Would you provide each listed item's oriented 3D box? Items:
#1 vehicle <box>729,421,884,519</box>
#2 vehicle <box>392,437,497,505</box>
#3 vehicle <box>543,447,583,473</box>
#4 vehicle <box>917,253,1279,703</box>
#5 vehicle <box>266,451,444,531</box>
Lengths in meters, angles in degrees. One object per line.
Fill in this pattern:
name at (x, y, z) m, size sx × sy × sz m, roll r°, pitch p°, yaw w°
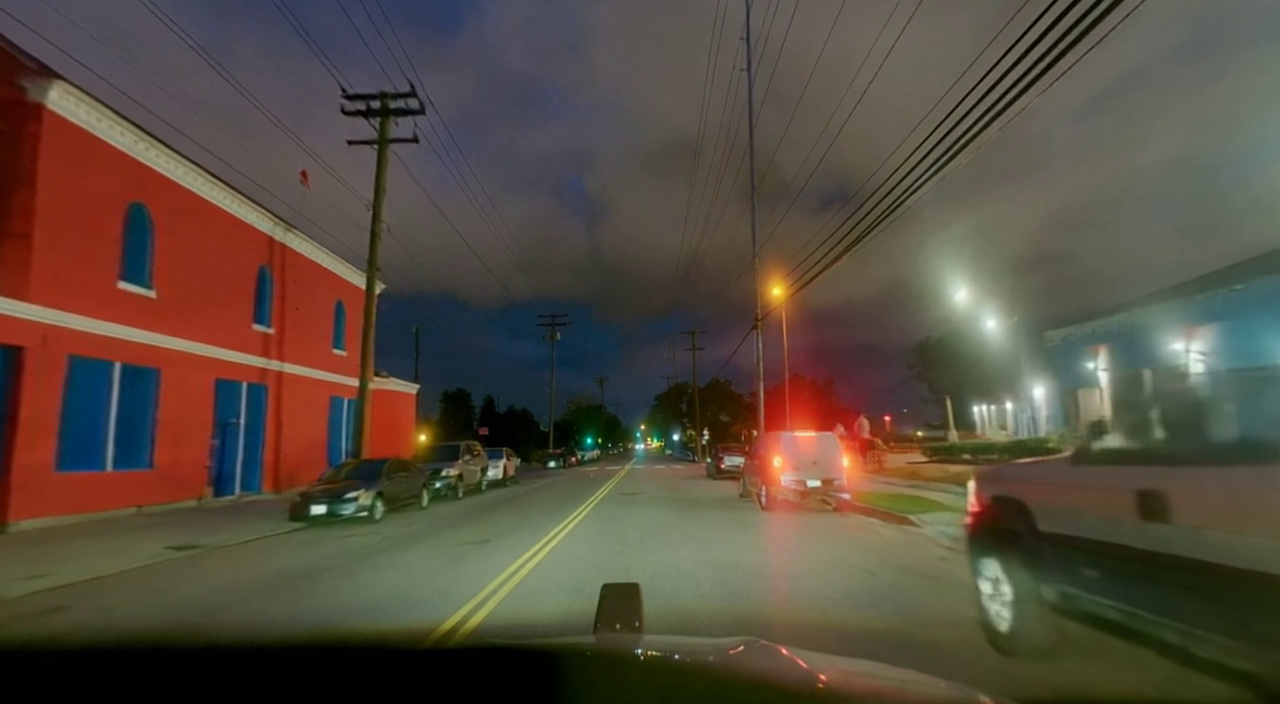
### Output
vehicle at (3.478, 2.586, 14.310) m, size 2.182 × 1.824 × 4.622 m, roll 0°, pitch -9°, yaw -1°
vehicle at (-6.058, 3.705, 20.140) m, size 1.983 × 1.809 × 4.503 m, roll -2°, pitch -9°, yaw -1°
vehicle at (-5.390, 7.578, 44.540) m, size 1.910 × 1.488 × 3.999 m, roll -5°, pitch -7°, yaw 5°
vehicle at (3.321, 0.730, 2.539) m, size 2.263 × 1.996 × 4.870 m, roll 0°, pitch -9°, yaw 1°
vehicle at (-6.163, 3.020, 14.364) m, size 1.844 × 1.486 × 4.474 m, roll 0°, pitch -9°, yaw 2°
